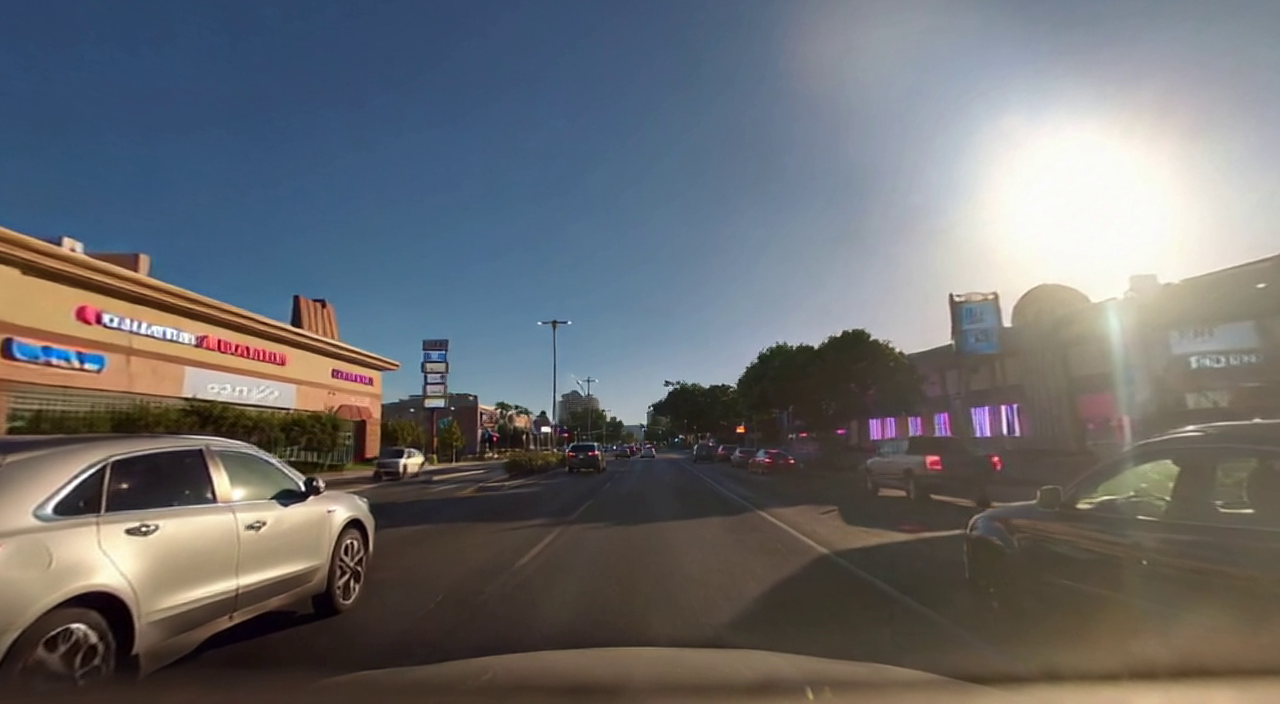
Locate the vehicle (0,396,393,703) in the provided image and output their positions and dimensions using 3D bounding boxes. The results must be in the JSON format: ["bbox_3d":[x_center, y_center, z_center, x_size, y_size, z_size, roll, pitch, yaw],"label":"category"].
[{"bbox_3d":[-3.454,1.085,3.381,2.155,1.504,4.776,-1,-9,2],"label":"vehicle"}]

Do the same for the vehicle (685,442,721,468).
[{"bbox_3d":[4.276,7.094,43.509,2.007,1.683,4.171,0,-9,-1],"label":"vehicle"}]

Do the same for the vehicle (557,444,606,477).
[{"bbox_3d":[-2.856,5.394,31.705,1.917,1.511,4.436,-1,-9,1],"label":"vehicle"}]

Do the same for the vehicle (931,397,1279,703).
[{"bbox_3d":[3.323,0.974,2.674,1.981,1.499,4.536,0,-9,0],"label":"vehicle"}]

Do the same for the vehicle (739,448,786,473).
[{"bbox_3d":[7.641,6.780,39.726,1.976,1.469,4.576,0,-9,-1],"label":"vehicle"}]
